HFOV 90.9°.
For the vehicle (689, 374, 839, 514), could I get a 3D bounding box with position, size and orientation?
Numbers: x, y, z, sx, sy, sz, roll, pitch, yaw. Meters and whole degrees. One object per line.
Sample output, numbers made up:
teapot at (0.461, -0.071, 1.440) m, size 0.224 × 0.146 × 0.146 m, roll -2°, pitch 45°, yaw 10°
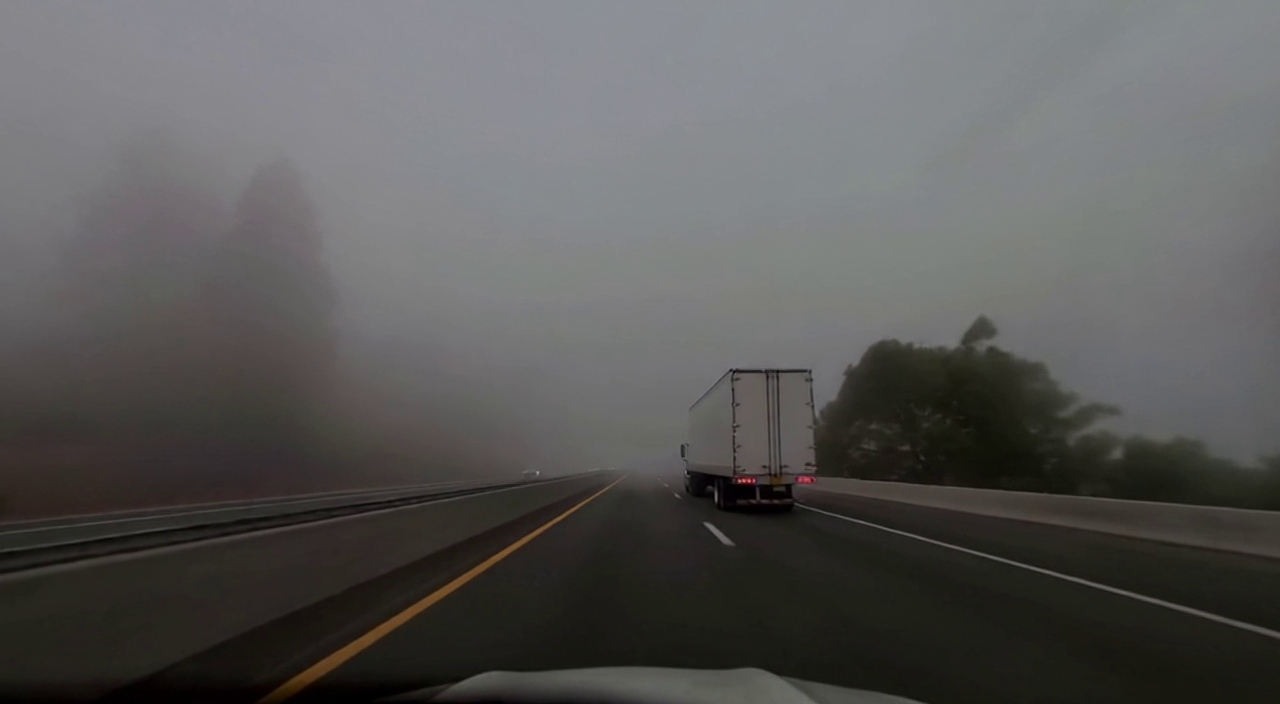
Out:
vehicle at (4.175, 3.904, 25.331) m, size 3.204 × 4.102 × 13.306 m, roll 1°, pitch -10°, yaw 0°
